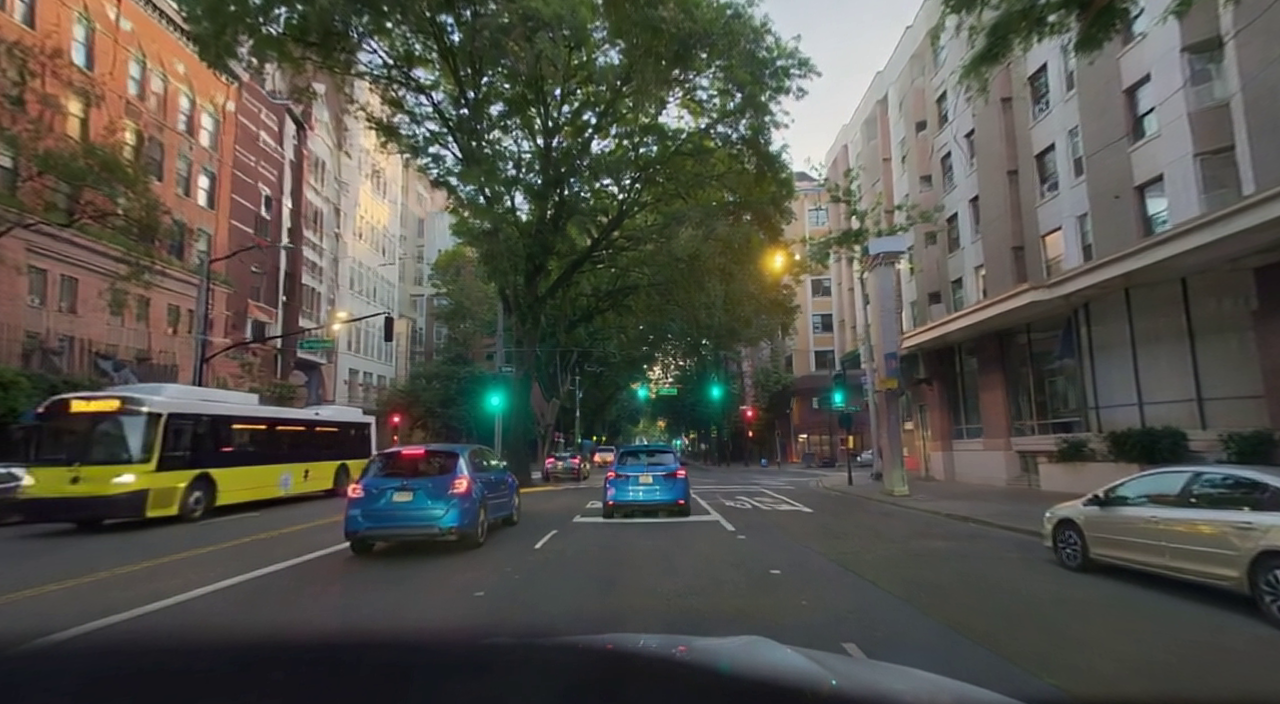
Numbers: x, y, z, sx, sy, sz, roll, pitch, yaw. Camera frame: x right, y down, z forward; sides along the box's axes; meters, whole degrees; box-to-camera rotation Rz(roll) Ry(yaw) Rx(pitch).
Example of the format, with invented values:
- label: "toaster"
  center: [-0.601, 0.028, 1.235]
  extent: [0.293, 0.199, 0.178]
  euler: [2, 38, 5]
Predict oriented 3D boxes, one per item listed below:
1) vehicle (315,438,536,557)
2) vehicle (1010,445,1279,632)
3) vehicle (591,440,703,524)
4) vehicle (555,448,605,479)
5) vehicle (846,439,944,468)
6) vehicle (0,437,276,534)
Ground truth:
- label: "vehicle"
  center: [-3.098, 2.202, 10.320]
  extent: [1.970, 1.492, 4.534]
  euler: [0, -9, 1]
- label: "vehicle"
  center: [5.987, 1.661, 6.210]
  extent: [1.873, 1.453, 4.579]
  euler: [0, -9, 0]
- label: "vehicle"
  center: [0.088, 2.633, 13.258]
  extent: [2.022, 1.481, 3.564]
  euler: [0, -9, -1]
- label: "vehicle"
  center: [-3.015, 5.713, 32.538]
  extent: [2.131, 1.486, 4.089]
  euler: [0, -9, 0]
- label: "vehicle"
  center: [16.424, 6.562, 40.780]
  extent: [5.345, 1.811, 2.175]
  euler: [0, -9, -1]
- label: "vehicle"
  center: [-10.323, 2.734, 13.551]
  extent: [2.252, 1.701, 4.404]
  euler: [0, -9, 1]
